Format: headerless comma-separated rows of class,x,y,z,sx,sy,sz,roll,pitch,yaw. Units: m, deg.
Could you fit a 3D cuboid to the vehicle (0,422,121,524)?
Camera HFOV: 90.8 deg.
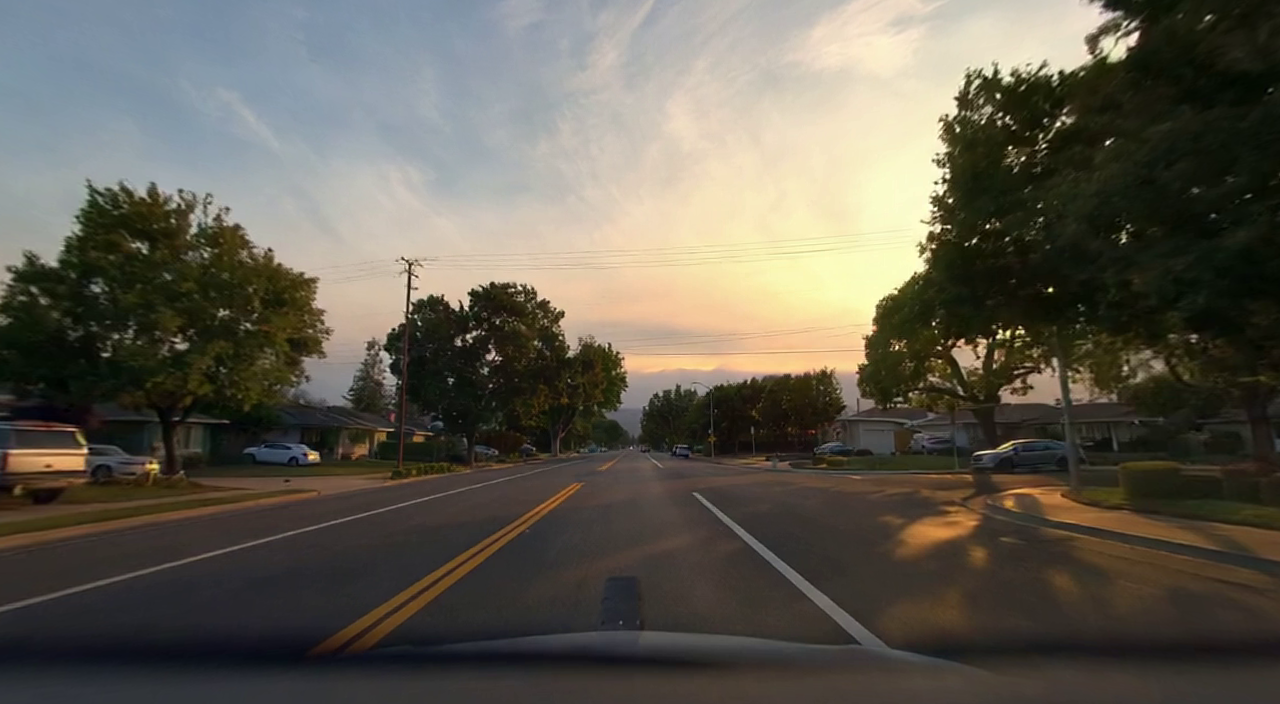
vehicle,-16.418,2.797,14.915,5.922,2.148,2.754,-1,-8,3

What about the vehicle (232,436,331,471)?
vehicle,-22.244,6.312,39.377,4.722,1.983,2.346,-1,-8,-2
